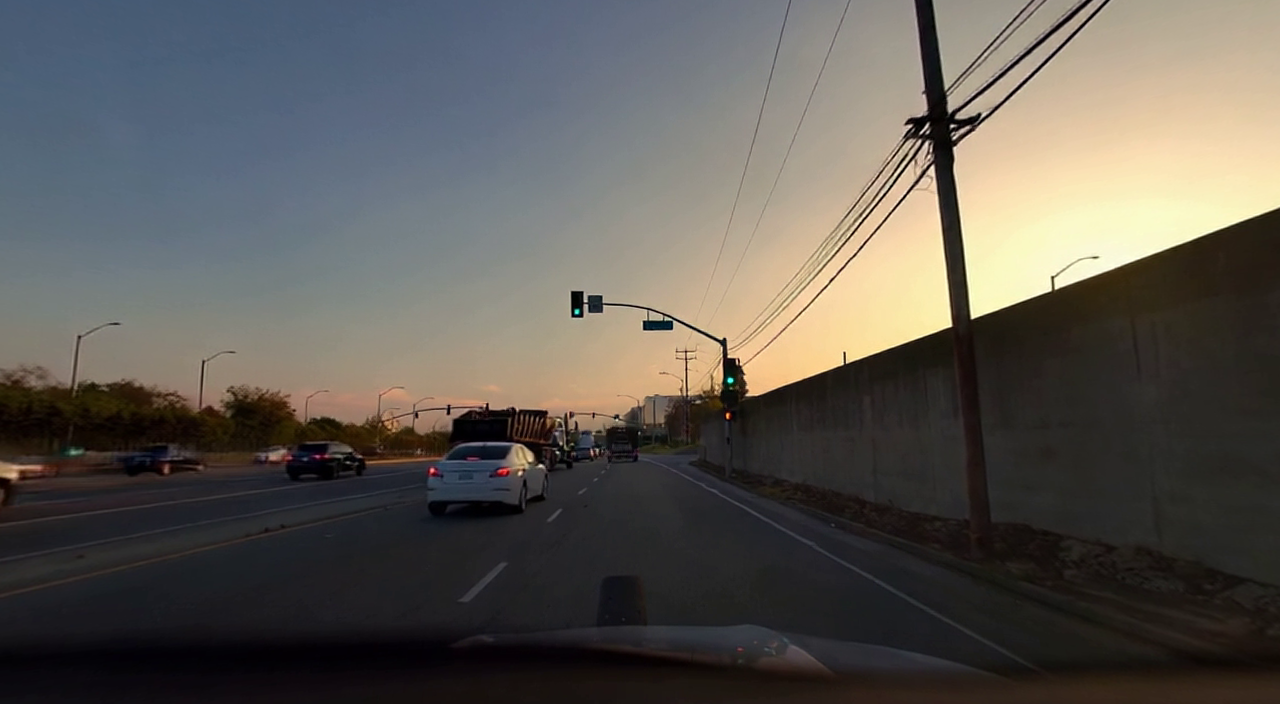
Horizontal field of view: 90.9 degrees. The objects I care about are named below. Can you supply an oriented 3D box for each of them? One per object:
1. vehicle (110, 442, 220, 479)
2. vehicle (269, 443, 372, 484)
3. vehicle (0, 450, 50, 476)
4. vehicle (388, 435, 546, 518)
[{"bbox_3d":[-24.005,5.471,32.122,1.891,1.696,4.613,0,-8,1],"label":"vehicle"},{"bbox_3d":[-12.780,4.459,25.547,1.905,1.492,4.151,-1,-8,2],"label":"vehicle"},{"bbox_3d":[-37.323,6.594,37.339,1.514,1.404,3.424,-4,-8,0],"label":"vehicle"},{"bbox_3d":[-3.536,2.646,14.056,2.019,1.480,4.966,0,-8,1],"label":"vehicle"}]
